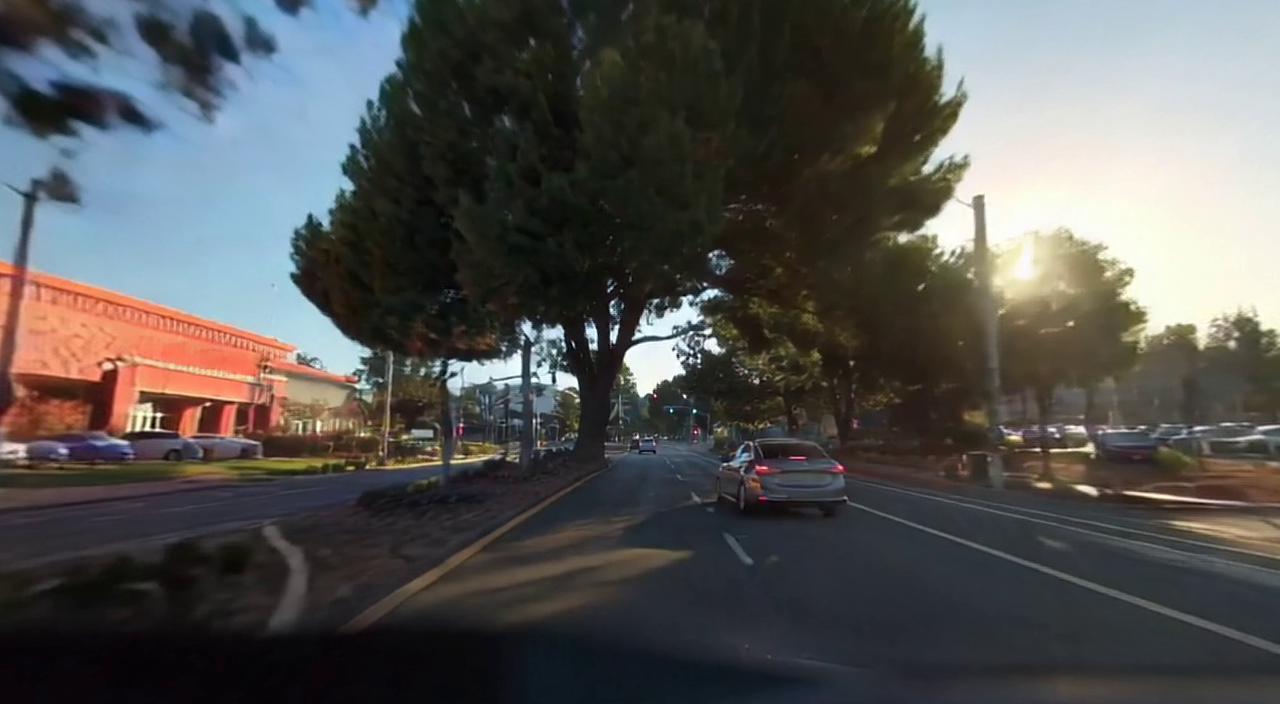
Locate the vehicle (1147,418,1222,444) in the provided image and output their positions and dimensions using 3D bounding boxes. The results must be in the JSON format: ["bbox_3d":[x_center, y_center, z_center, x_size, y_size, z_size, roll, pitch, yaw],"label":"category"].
[{"bbox_3d":[35.433,5.203,41.158,1.793,1.488,4.488,-2,-9,14],"label":"vehicle"}]

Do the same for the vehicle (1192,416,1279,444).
[{"bbox_3d":[38.312,5.116,40.712,1.983,1.553,5.043,-5,-10,18],"label":"vehicle"}]

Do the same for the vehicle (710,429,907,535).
[{"bbox_3d":[2.654,2.190,11.312,2.091,1.472,4.697,0,-8,-2],"label":"vehicle"}]

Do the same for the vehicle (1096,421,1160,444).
[{"bbox_3d":[33.078,5.515,42.895,1.888,1.467,4.425,-2,-8,16],"label":"vehicle"}]

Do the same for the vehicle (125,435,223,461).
[{"bbox_3d":[-36.457,7.529,49.442,5.748,1.927,2.252,1,-8,-4],"label":"vehicle"}]

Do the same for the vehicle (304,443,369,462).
[{"bbox_3d":[-23.166,7.671,48.157,4.077,1.342,1.813,-1,-8,5],"label":"vehicle"}]

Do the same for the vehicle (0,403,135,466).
[{"bbox_3d":[-35.299,4.671,35.600,10.503,3.405,3.038,0,-8,-2],"label":"vehicle"}]
